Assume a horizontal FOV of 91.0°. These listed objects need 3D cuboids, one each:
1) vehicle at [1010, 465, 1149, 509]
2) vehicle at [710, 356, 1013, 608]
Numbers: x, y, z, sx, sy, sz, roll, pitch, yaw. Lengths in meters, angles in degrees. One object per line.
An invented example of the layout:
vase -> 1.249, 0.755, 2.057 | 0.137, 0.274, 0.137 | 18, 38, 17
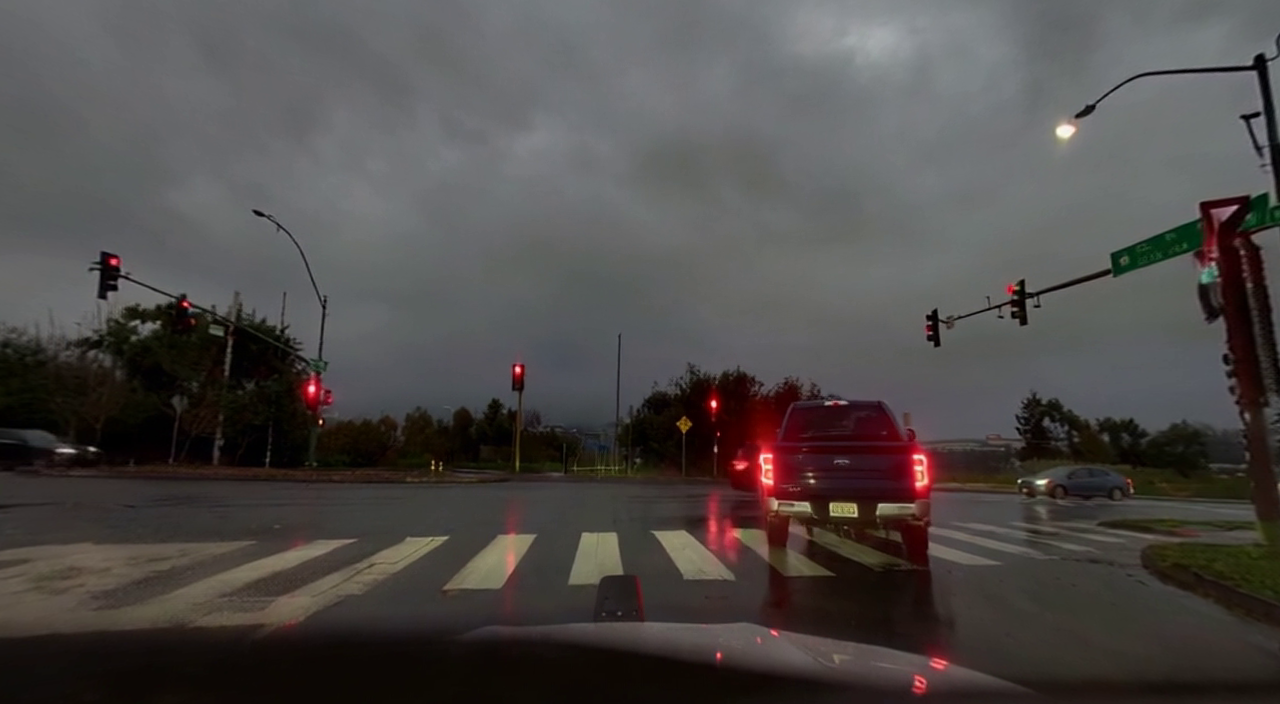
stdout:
vehicle -> 18.636, 5.727, 26.867 | 4.356, 1.498, 1.957 | -3, -8, 0
vehicle -> 2.951, 1.700, 9.324 | 2.851, 2.400, 5.978 | -2, -9, 16
